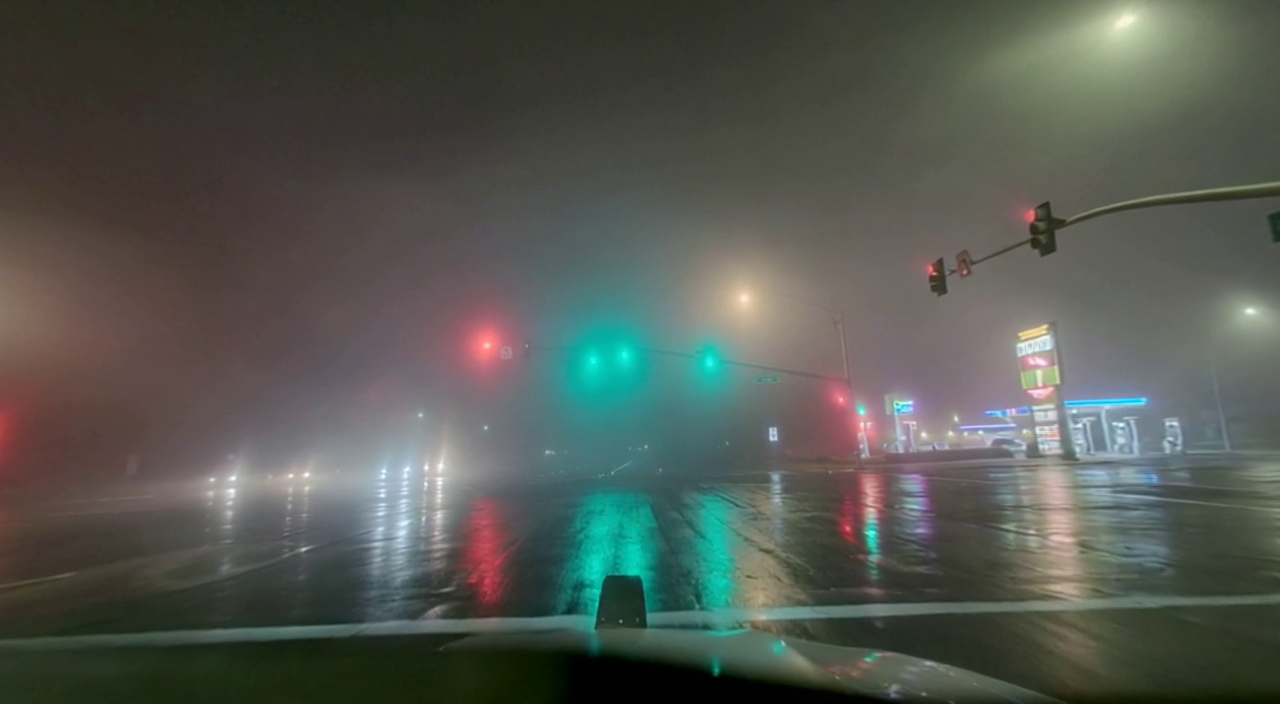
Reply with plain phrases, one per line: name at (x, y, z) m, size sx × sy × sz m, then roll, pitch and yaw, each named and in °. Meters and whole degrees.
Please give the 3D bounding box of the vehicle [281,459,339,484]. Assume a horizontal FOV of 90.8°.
vehicle at (-24.813, 9.004, 47.720) m, size 2.098 × 1.684 × 4.388 m, roll 0°, pitch -9°, yaw -2°

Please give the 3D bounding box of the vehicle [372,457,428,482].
vehicle at (-15.337, 7.491, 40.624) m, size 1.920 × 1.434 × 4.328 m, roll 0°, pitch -9°, yaw 0°

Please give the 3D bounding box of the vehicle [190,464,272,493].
vehicle at (-24.684, 7.620, 38.336) m, size 1.895 × 1.483 × 4.790 m, roll 0°, pitch -9°, yaw -2°
